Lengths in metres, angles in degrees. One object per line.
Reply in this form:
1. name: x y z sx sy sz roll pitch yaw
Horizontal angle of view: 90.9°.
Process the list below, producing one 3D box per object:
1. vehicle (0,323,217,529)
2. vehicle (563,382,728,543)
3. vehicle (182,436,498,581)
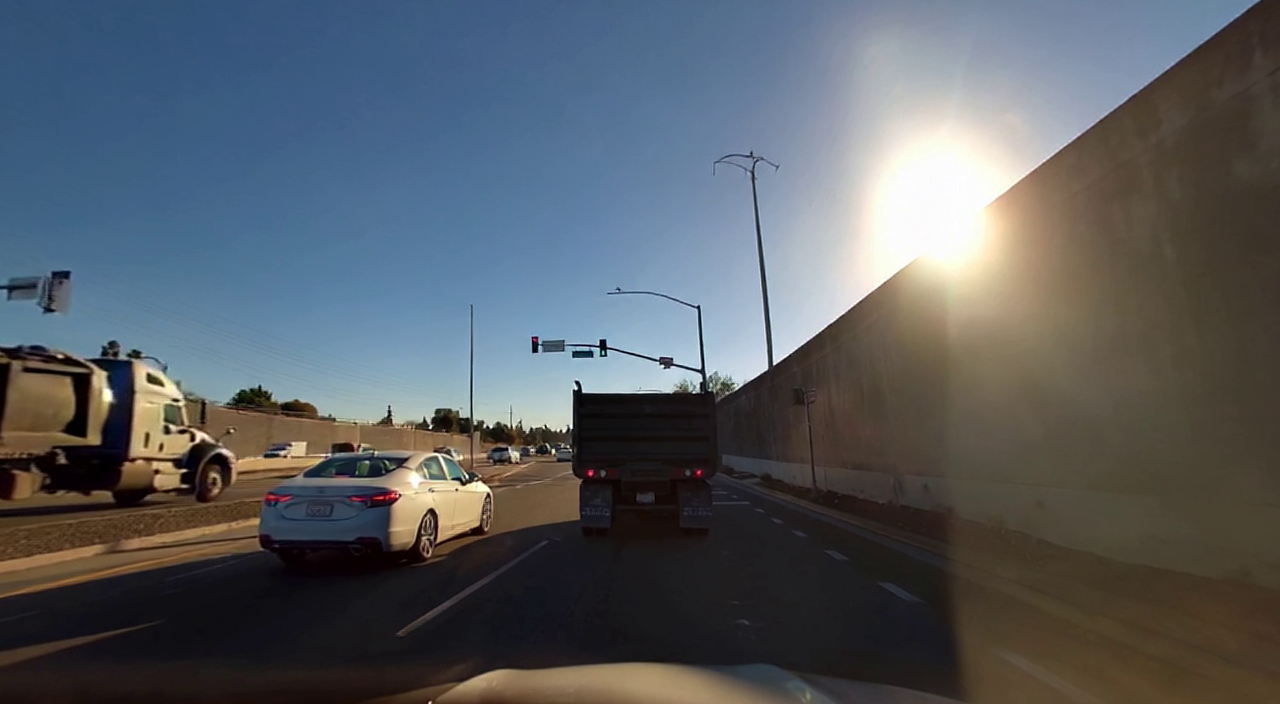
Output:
1. vehicle: -13.518 1.602 13.201 3.016 3.847 8.707 -1 -9 1
2. vehicle: 0.094 1.981 11.842 2.355 2.305 5.336 0 -8 1
3. vehicle: -3.683 2.002 9.072 2.019 1.480 4.966 -1 -8 1
